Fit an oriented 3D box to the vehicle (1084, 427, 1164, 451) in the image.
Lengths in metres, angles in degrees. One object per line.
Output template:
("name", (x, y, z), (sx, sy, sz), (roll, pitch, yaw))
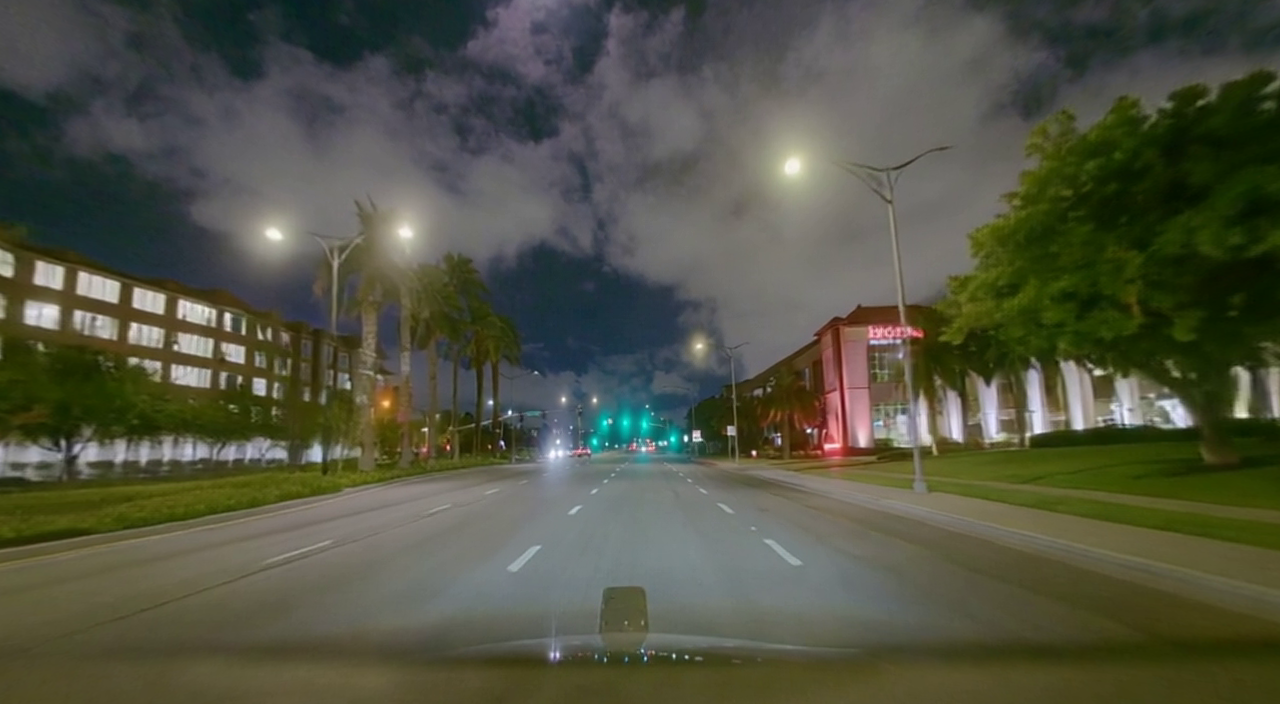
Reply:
("vehicle", (34.517, 6.265, 45.161), (1.820, 1.571, 4.697), (0, -9, -3))
